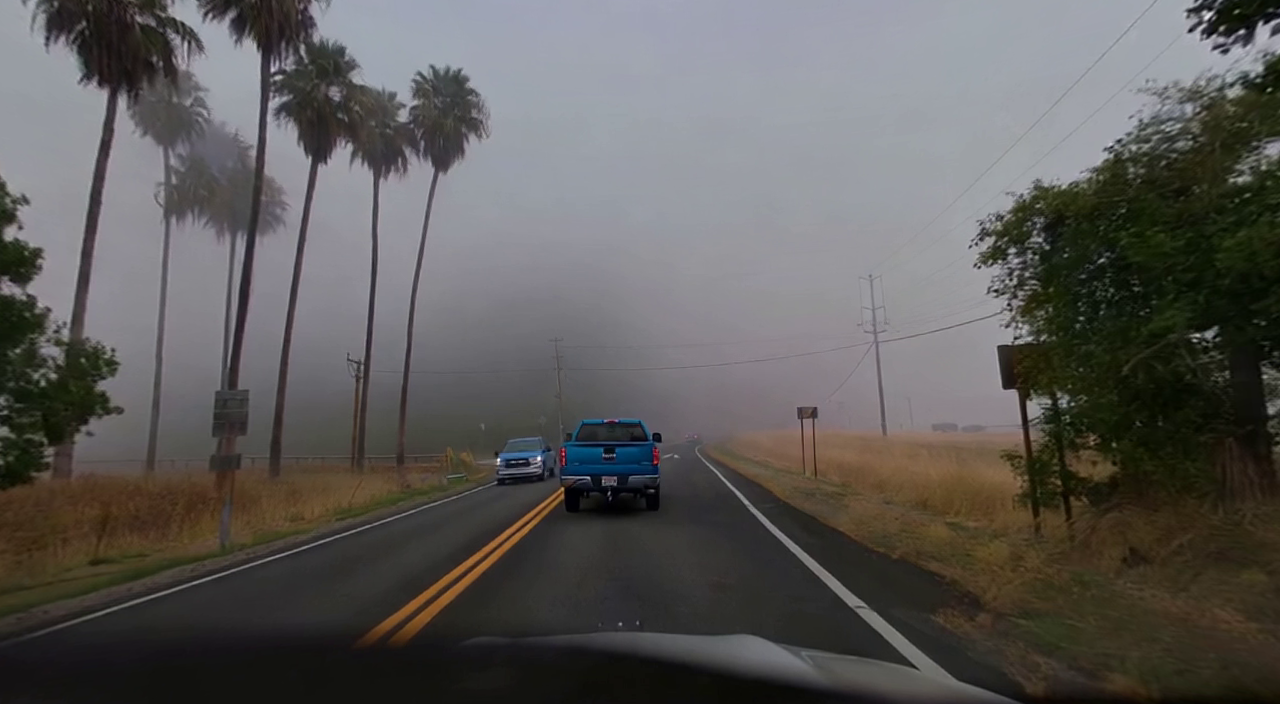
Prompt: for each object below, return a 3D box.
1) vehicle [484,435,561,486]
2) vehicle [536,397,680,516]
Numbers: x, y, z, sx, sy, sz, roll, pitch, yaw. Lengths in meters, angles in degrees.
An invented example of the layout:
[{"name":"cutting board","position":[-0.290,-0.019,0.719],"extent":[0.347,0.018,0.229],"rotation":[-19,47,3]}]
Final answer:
[{"name":"vehicle","position":[-4.610,4.319,25.534],"extent":[2.128,1.834,4.877],"rotation":[0,-8,0]},{"name":"vehicle","position":[-0.671,2.400,14.909],"extent":[2.693,2.223,5.885],"rotation":[0,-8,-1]}]
